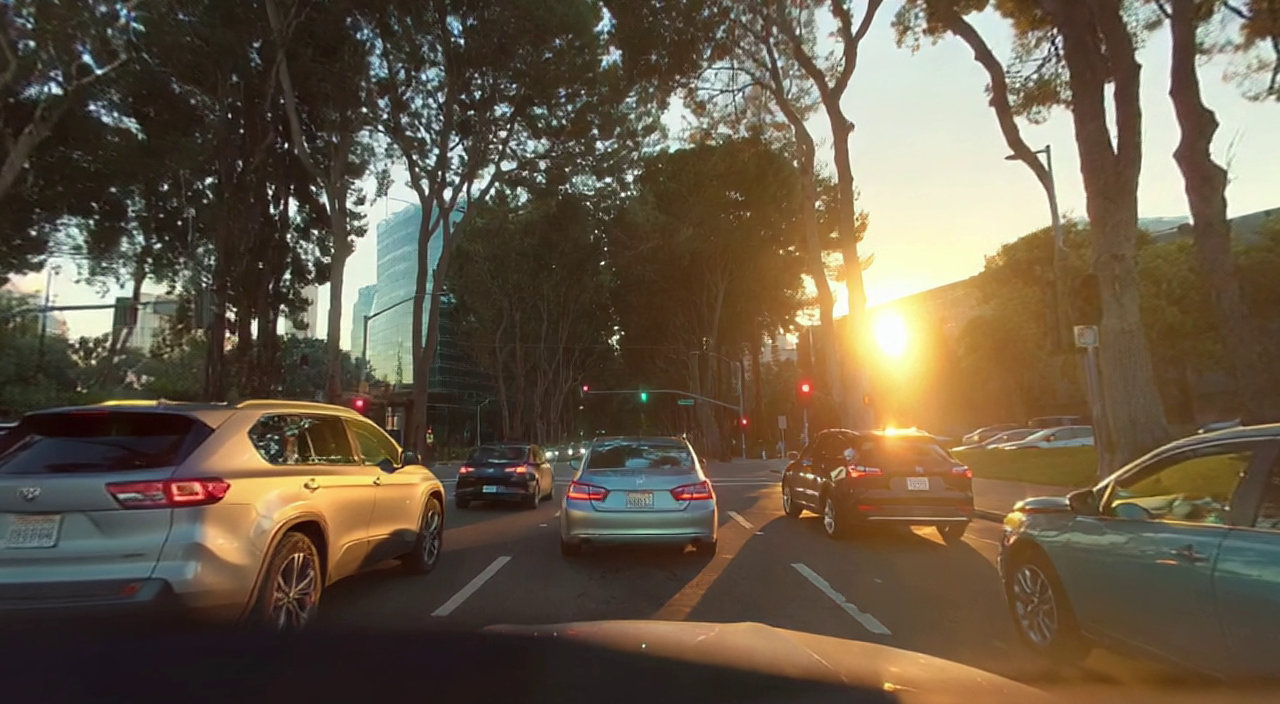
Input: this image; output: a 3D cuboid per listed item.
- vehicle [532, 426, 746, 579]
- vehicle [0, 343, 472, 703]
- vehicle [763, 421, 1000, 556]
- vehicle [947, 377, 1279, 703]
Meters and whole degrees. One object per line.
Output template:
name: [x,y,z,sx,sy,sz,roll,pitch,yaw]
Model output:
vehicle: [-0.035,1.809,8.373,2.147,1.507,3.953,0,-8,-1]
vehicle: [-3.143,1.175,5.128,2.168,1.750,4.625,-1,-8,1]
vehicle: [3.423,2.016,10.052,2.040,1.647,4.379,0,-9,0]
vehicle: [3.320,0.964,2.829,1.899,1.588,3.888,0,-8,0]
